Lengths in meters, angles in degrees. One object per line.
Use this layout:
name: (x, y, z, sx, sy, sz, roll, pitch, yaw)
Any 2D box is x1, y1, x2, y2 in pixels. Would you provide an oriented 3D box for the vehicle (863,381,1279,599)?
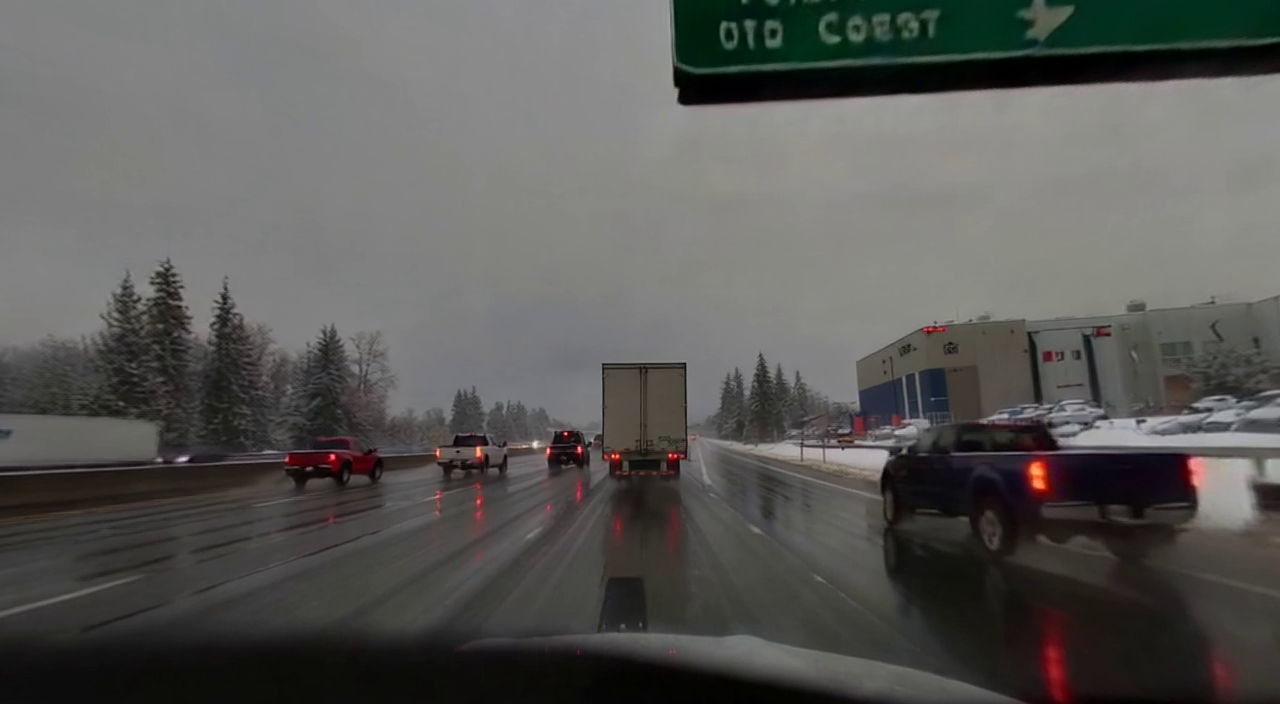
vehicle: (4.647, 1.504, 7.711, 2.137, 1.796, 4.817, 0, -9, 1)

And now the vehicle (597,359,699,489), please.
vehicle: (0.160, 2.815, 23.321, 2.941, 3.794, 9.851, 0, -9, -1)

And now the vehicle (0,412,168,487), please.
vehicle: (-28.747, 4.597, 29.759, 2.781, 3.208, 13.296, 0, -9, 0)

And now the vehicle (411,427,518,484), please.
vehicle: (-6.711, 4.066, 25.094, 2.479, 1.978, 5.952, 0, -9, 1)

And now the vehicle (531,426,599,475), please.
vehicle: (-3.364, 4.644, 29.829, 2.379, 2.075, 6.169, 0, -9, 1)

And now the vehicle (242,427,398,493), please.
vehicle: (-10.307, 3.546, 21.070, 2.089, 1.885, 5.888, 0, -9, 0)

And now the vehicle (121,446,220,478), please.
vehicle: (-24.245, 5.672, 32.794, 1.829, 1.494, 4.369, 0, -9, 0)
